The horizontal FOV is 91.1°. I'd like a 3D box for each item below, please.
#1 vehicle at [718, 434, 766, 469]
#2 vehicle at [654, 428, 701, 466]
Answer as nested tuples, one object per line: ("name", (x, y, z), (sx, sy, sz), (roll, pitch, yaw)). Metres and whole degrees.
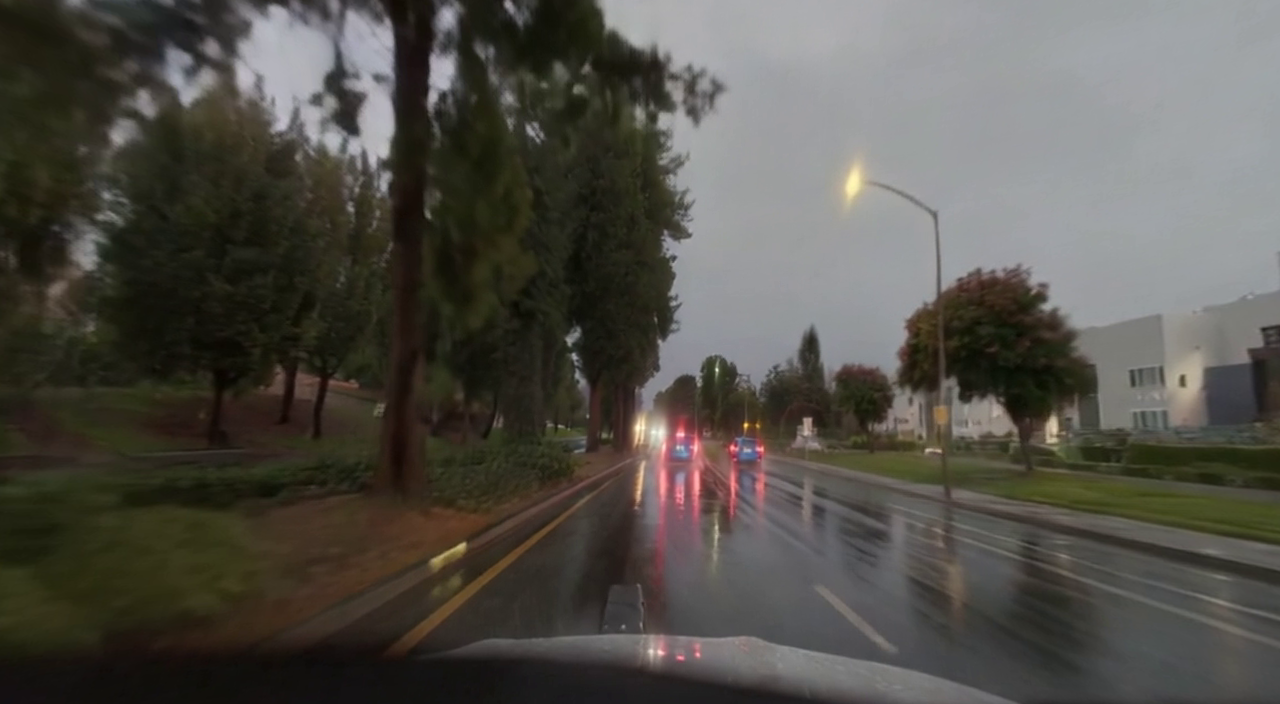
("vehicle", (5.289, 5.211, 33.075), (1.971, 1.663, 4.287), (0, -8, 2))
("vehicle", (1.934, 4.928, 32.714), (2.251, 1.822, 4.391), (0, -8, 3))
